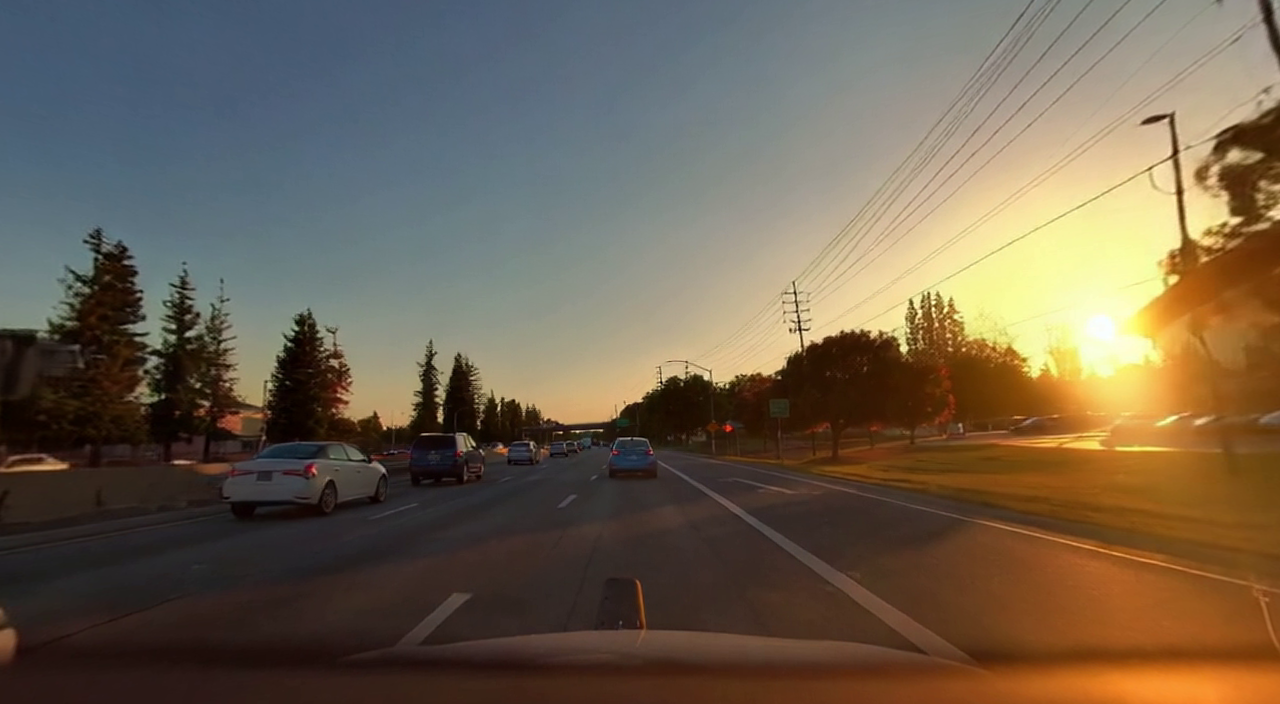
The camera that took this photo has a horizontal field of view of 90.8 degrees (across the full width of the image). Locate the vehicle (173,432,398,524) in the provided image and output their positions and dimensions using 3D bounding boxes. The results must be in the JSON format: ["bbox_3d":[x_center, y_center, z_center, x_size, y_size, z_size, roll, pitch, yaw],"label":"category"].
[{"bbox_3d":[-6.697,2.410,12.691,1.900,1.483,4.547,0,-8,0],"label":"vehicle"}]

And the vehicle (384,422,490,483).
[{"bbox_3d":[-7.048,3.559,22.601,2.144,1.905,4.967,0,-8,0],"label":"vehicle"}]

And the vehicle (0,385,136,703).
[{"bbox_3d":[-3.159,0.605,0.209,2.174,1.510,4.636,0,-8,0],"label":"vehicle"}]

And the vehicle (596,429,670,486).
[{"bbox_3d":[-0.234,3.395,20.586,2.140,1.653,4.108,0,-8,-1],"label":"vehicle"}]

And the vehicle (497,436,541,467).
[{"bbox_3d":[-7.289,5.988,38.339,1.914,1.756,4.179,0,-8,-1],"label":"vehicle"}]
